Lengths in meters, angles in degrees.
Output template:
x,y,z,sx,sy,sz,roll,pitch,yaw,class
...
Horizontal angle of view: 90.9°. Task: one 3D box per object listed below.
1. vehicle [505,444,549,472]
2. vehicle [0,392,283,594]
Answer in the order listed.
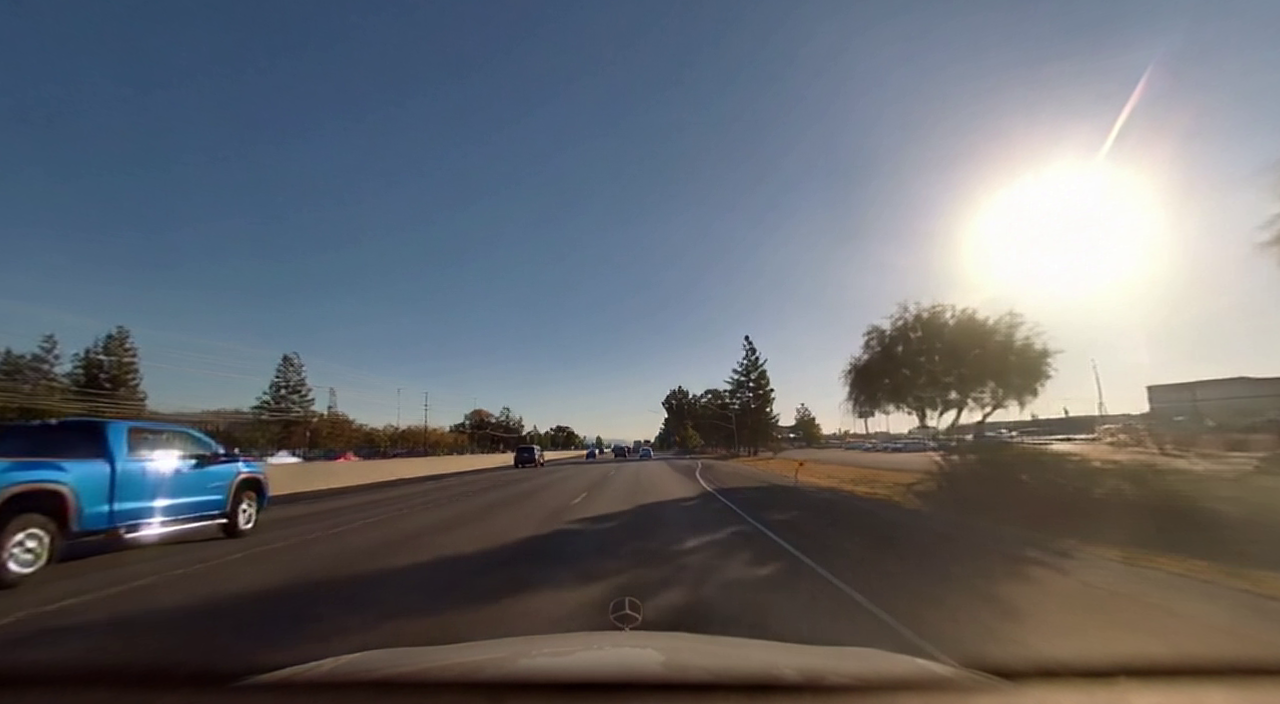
x,y,z,sx,sy,sz,roll,pitch,yaw,class
-7.274,6.825,40.994,2.021,1.699,4.324,0,-8,1,vehicle
-7.203,1.602,7.726,2.156,1.911,5.956,0,-8,0,vehicle
